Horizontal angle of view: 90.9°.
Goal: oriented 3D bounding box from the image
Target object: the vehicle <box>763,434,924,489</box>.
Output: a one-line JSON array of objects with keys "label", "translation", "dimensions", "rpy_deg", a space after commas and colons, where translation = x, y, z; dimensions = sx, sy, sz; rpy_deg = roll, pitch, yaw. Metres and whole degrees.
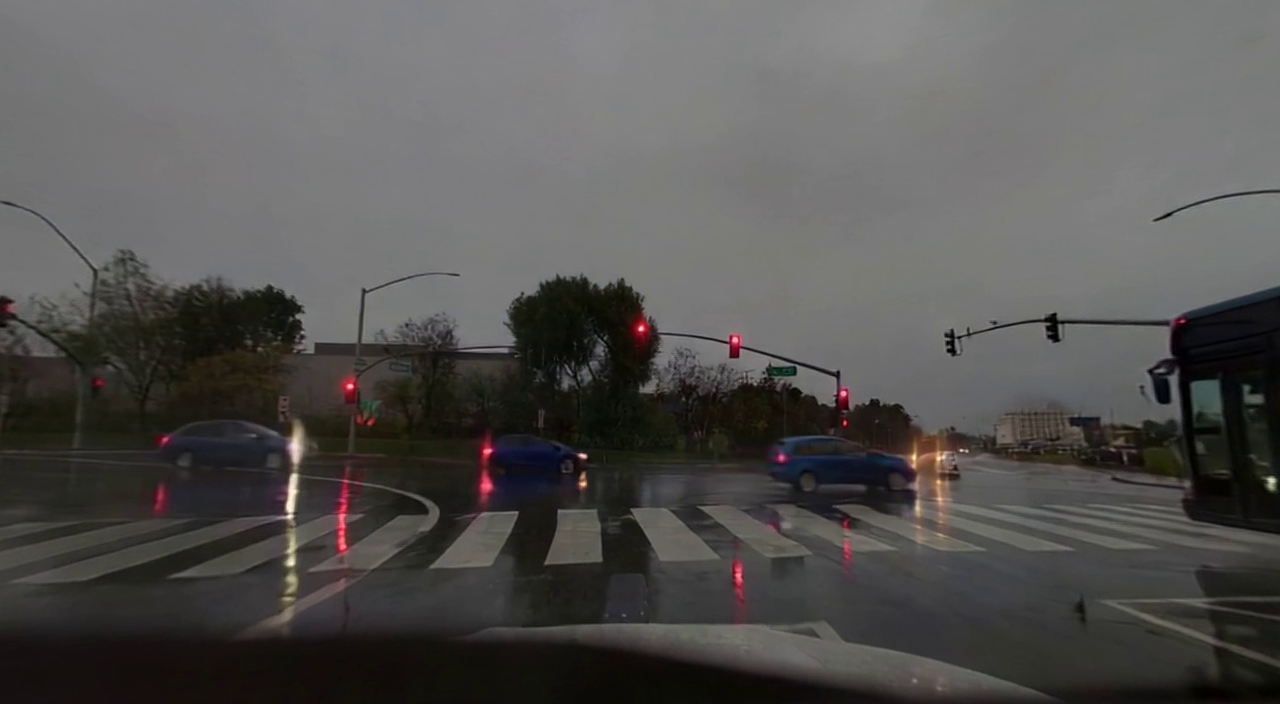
[{"label": "vehicle", "translation": [6.898, 3.734, 21.479], "dimensions": [5.014, 1.675, 1.906], "rpy_deg": [4, -9, -18]}]

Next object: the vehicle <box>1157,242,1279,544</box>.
[{"label": "vehicle", "translation": [9.584, -0.153, 3.698], "dimensions": [2.916, 4.009, 13.397], "rpy_deg": [-1, -9, 6]}]

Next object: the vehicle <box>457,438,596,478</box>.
[{"label": "vehicle", "translation": [-4.494, 4.169, 25.027], "dimensions": [5.203, 1.488, 1.907], "rpy_deg": [2, -9, -17]}]

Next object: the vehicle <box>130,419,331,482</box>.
[{"label": "vehicle", "translation": [-12.078, 2.934, 18.997], "dimensions": [4.626, 1.710, 1.891], "rpy_deg": [2, -9, -18]}]
